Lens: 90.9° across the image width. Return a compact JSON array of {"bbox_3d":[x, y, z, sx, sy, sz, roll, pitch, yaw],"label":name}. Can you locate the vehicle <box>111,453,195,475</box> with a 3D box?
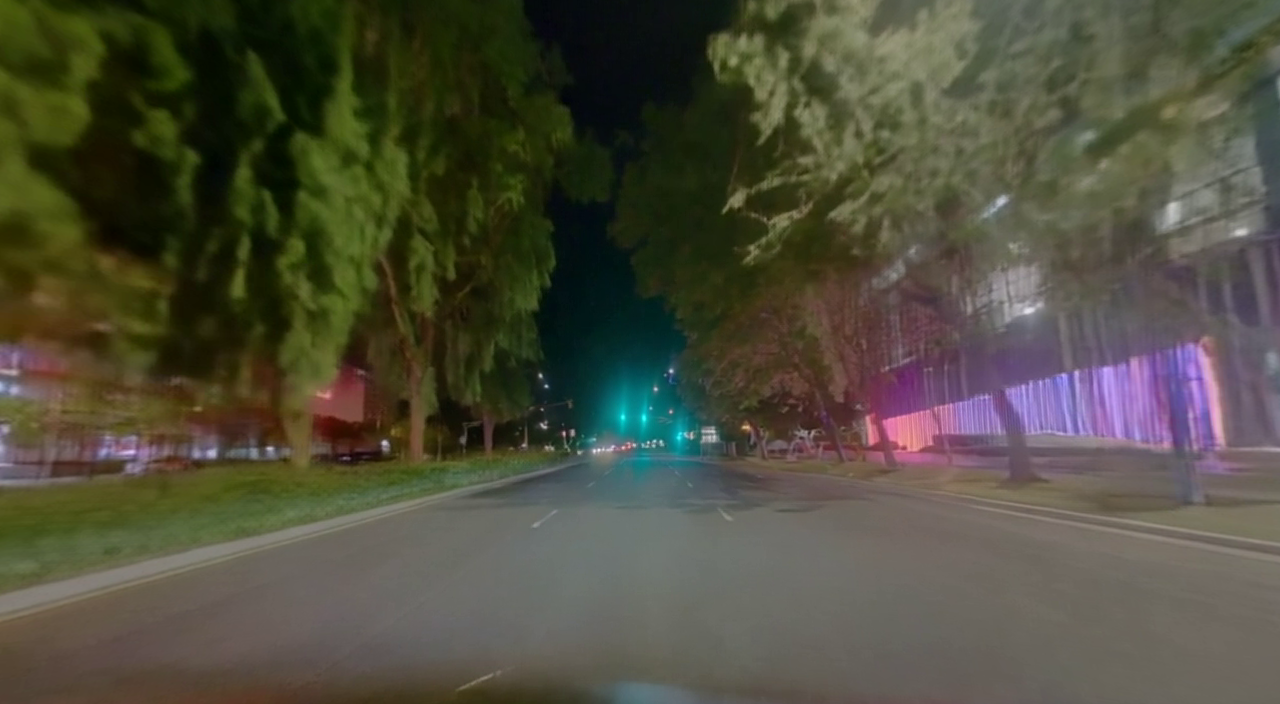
[{"bbox_3d":[-35.864,8.213,46.511,4.644,1.465,1.793,8,-12,-44],"label":"vehicle"}]
